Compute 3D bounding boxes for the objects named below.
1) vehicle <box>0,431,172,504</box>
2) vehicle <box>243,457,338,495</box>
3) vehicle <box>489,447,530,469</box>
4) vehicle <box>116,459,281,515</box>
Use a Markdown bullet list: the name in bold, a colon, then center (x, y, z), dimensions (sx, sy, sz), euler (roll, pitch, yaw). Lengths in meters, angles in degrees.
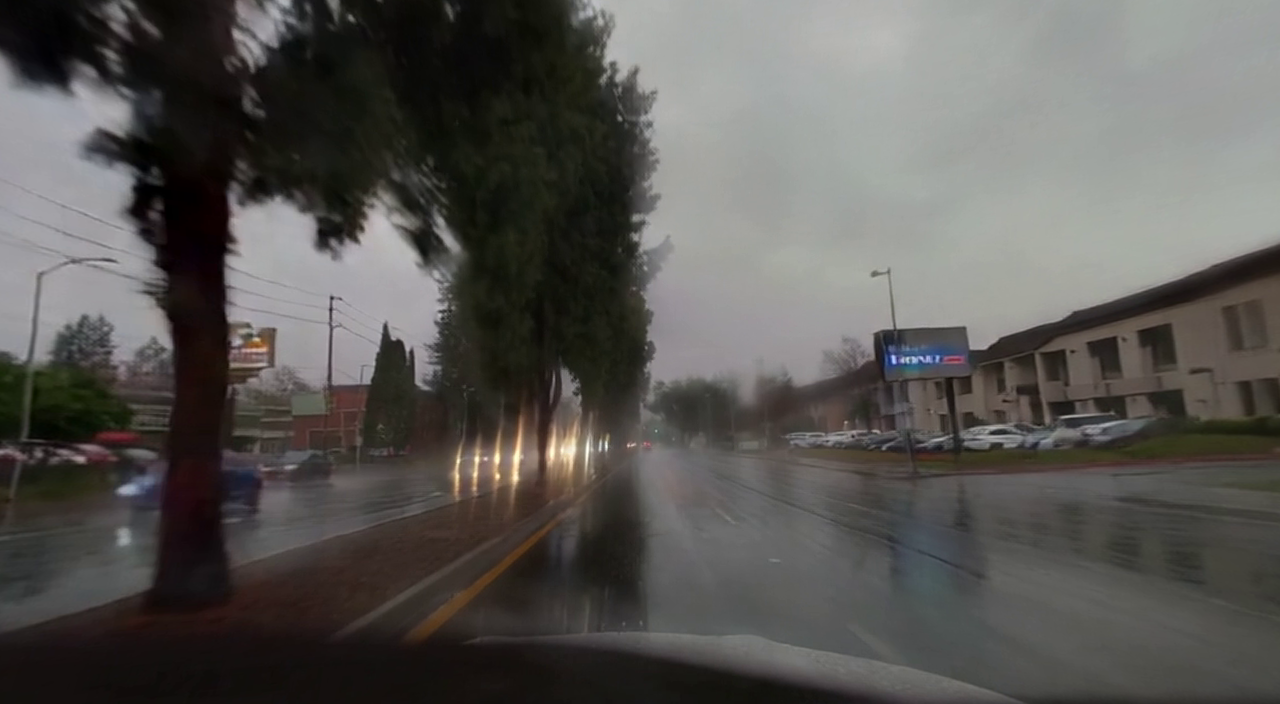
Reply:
- **vehicle**: center (-36.290, 7.136, 38.954), dimensions (2.908, 3.933, 16.577), euler (-3, -9, -3)
- **vehicle**: center (-16.774, 5.953, 30.561), dimensions (1.910, 1.589, 4.568), euler (0, -9, 1)
- **vehicle**: center (-9.636, 7.827, 46.811), dimensions (1.942, 1.468, 4.708), euler (0, -9, 1)
- **vehicle**: center (-13.592, 4.133, 19.847), dimensions (1.858, 1.454, 4.524), euler (-1, -9, 1)
